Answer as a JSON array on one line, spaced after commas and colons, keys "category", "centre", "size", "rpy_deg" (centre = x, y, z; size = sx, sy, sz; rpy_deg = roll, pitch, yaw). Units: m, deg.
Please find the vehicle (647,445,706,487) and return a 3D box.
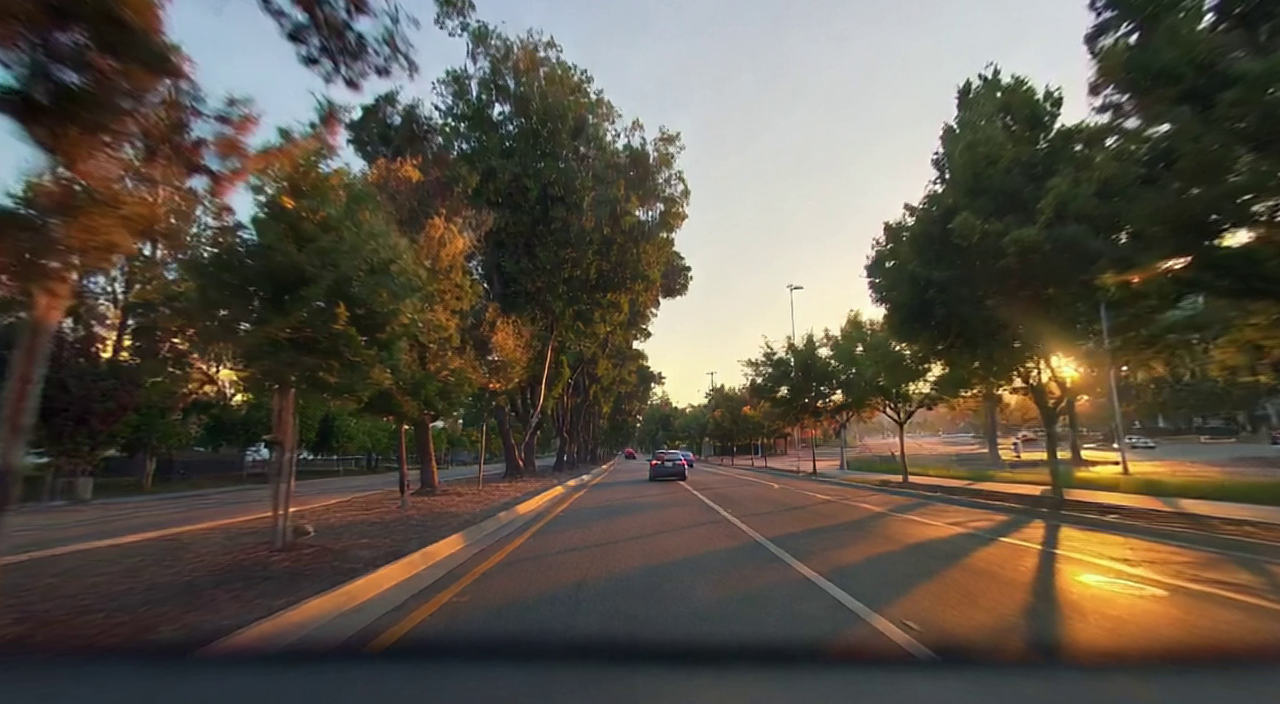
[{"category": "vehicle", "centre": [1.432, 4.765, 26.836], "size": [2.048, 1.584, 4.393], "rpy_deg": [0, -8, -3]}]
